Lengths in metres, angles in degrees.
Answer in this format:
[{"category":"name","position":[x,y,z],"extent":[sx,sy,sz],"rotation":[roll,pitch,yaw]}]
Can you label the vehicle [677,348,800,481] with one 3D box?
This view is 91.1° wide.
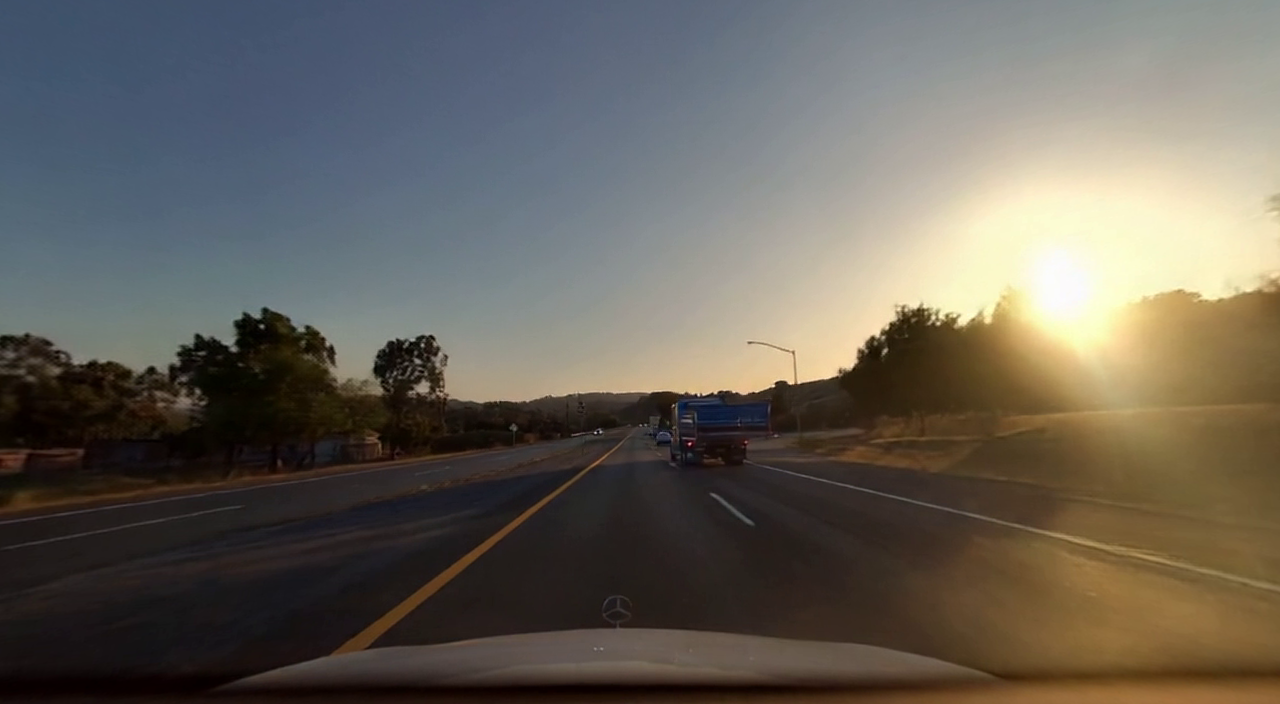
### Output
[{"category":"vehicle","position":[3.103,2.366,22.583],"extent":[2.949,3.877,8.528],"rotation":[0,-8,0]}]
